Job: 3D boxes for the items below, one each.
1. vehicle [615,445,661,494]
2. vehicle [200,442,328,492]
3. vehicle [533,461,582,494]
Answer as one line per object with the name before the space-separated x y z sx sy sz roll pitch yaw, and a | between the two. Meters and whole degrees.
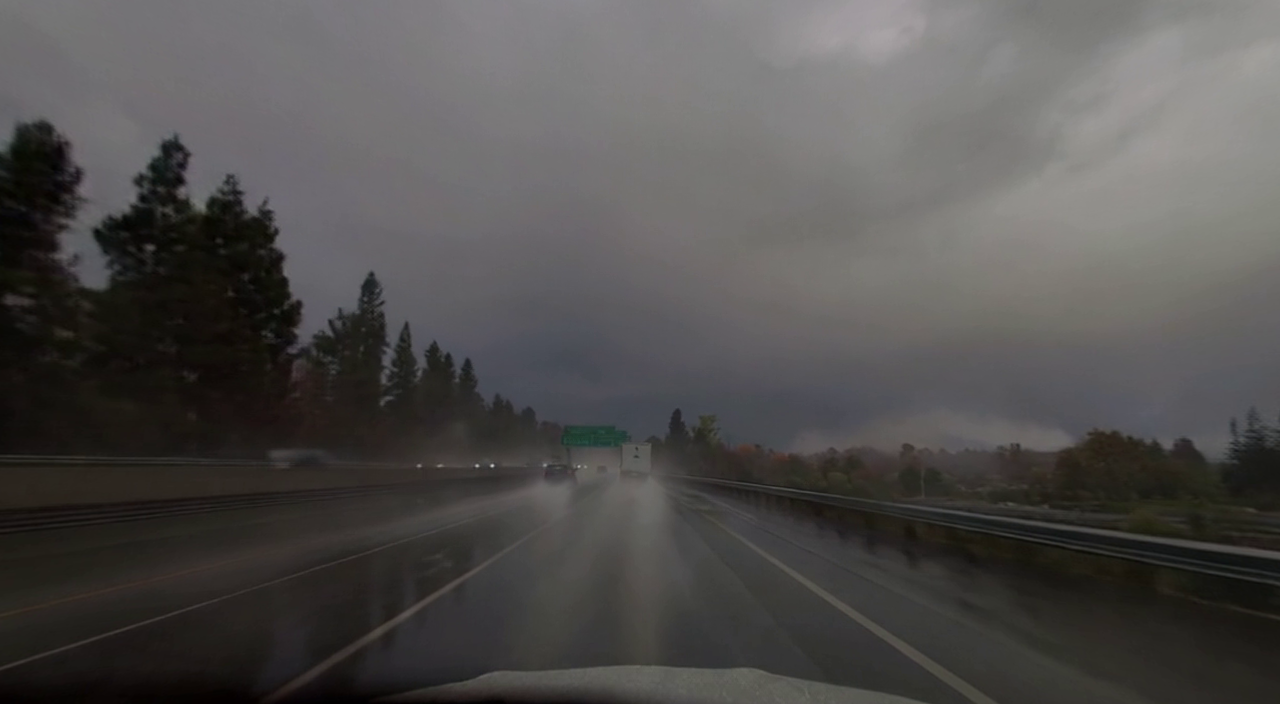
vehicle | -0.176 6.820 36.561 2.482 2.549 5.447 1 -11 -1
vehicle | -12.913 4.031 22.010 1.909 1.531 4.122 1 -11 0
vehicle | -4.332 6.671 33.594 2.100 1.605 3.883 1 -11 0
